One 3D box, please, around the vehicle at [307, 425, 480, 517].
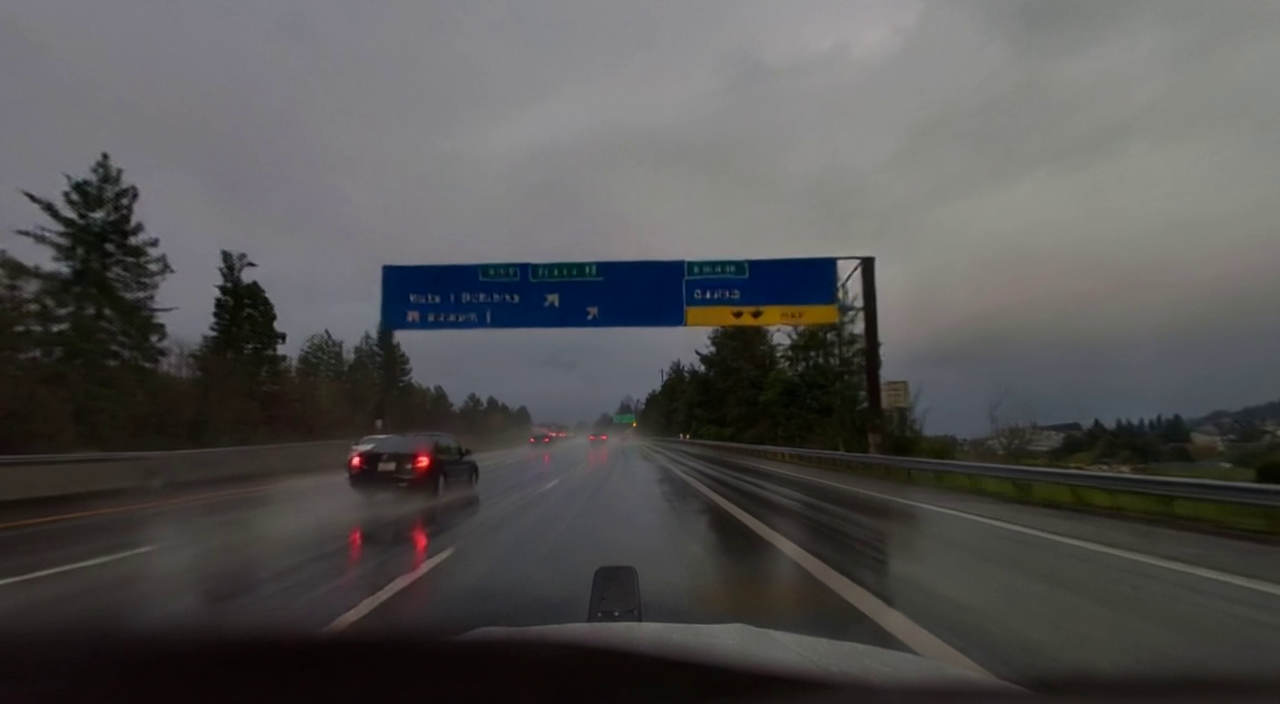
[{"bbox_3d":[-4.565,2.219,12.340,1.912,1.495,3.703,0,-8,-1],"label":"vehicle"}]
